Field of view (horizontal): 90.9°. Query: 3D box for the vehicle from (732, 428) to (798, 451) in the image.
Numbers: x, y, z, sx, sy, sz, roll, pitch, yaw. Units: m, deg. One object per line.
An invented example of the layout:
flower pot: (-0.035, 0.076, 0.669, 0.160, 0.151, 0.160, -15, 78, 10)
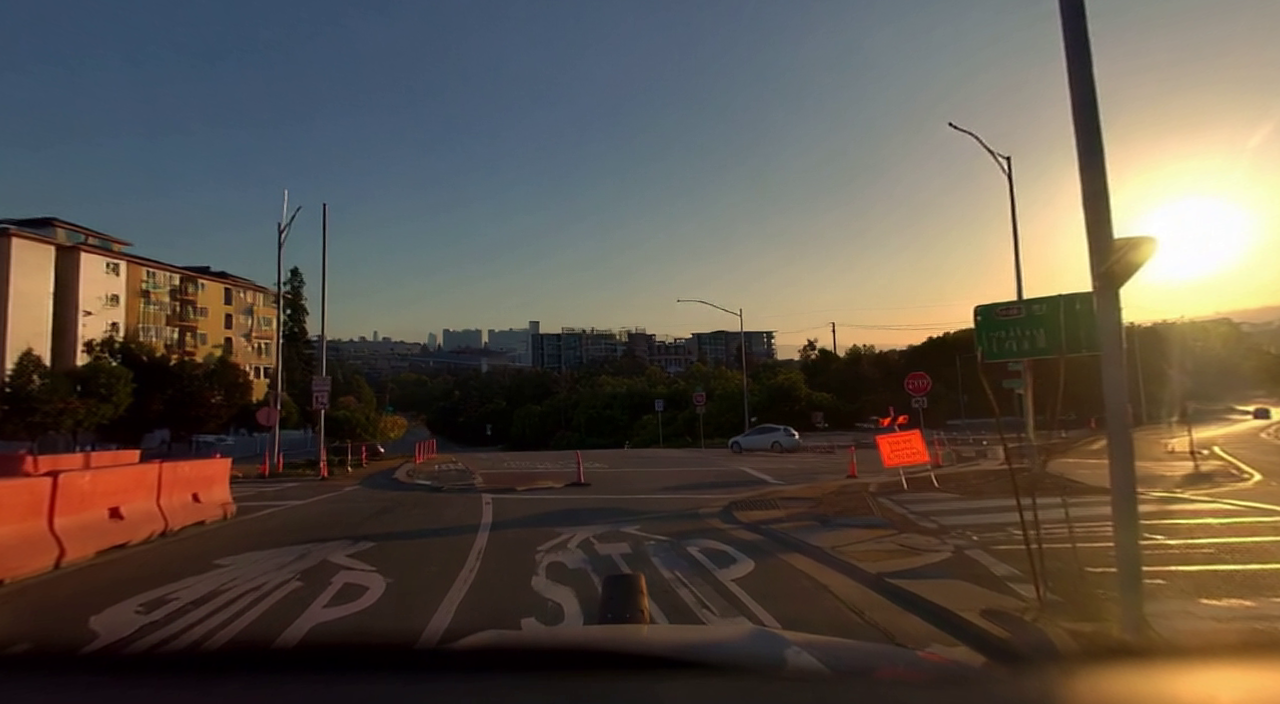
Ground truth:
vehicle: (9.089, 6.416, 45.965, 4.302, 1.628, 1.957, 2, -9, -14)

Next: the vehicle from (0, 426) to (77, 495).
vehicle: (-17.437, 3.008, 17.743, 2.159, 1.734, 4.292, 7, -11, -41)
